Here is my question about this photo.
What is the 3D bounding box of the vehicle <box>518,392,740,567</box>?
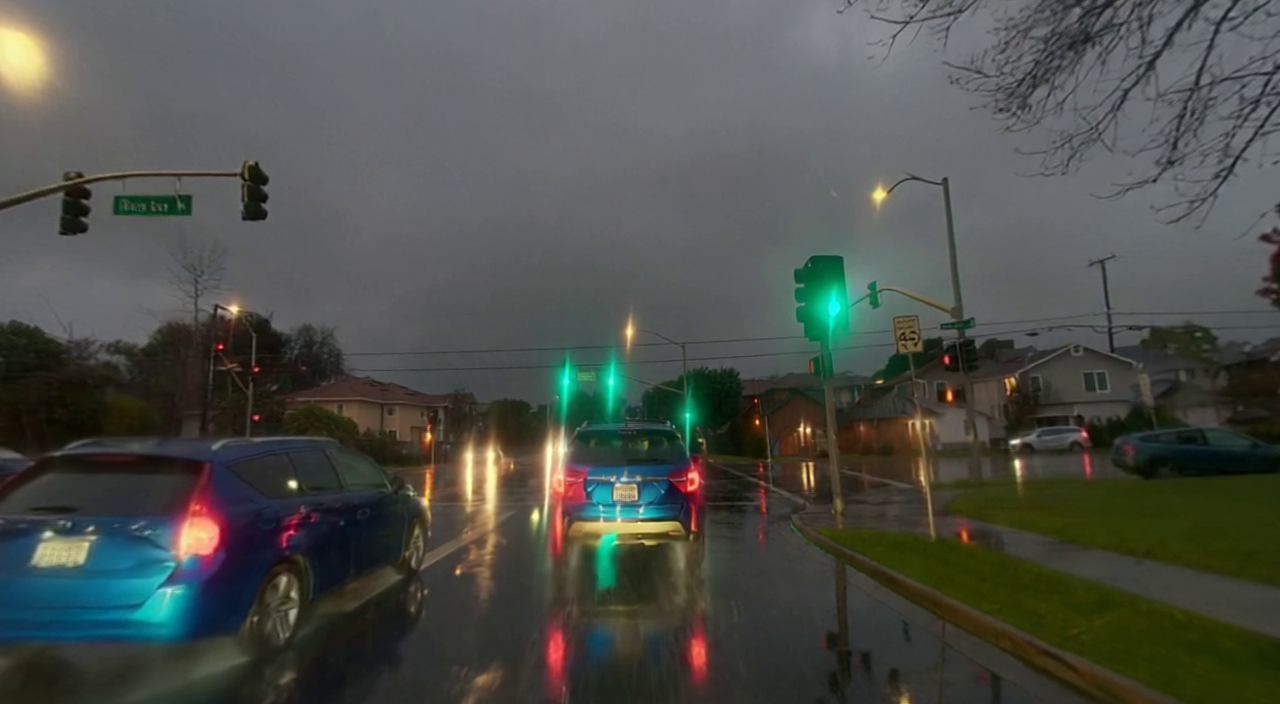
[{"bbox_3d":[-0.179,1.718,9.220,2.396,1.881,4.606,0,-8,-2],"label":"vehicle"}]

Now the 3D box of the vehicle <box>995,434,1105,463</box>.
[{"bbox_3d":[21.348,5.048,33.105,4.353,1.431,1.876,-2,-9,14],"label":"vehicle"}]

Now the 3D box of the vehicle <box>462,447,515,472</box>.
[{"bbox_3d":[-9.527,6.757,40.076,2.028,1.474,4.637,-1,-8,2],"label":"vehicle"}]

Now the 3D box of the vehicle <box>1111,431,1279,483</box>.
[{"bbox_3d":[17.226,3.099,18.769,4.715,1.439,1.874,-2,-9,14],"label":"vehicle"}]

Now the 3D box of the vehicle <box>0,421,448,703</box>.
[{"bbox_3d":[-3.330,1.430,5.549,1.934,1.459,4.368,0,-8,0],"label":"vehicle"}]
